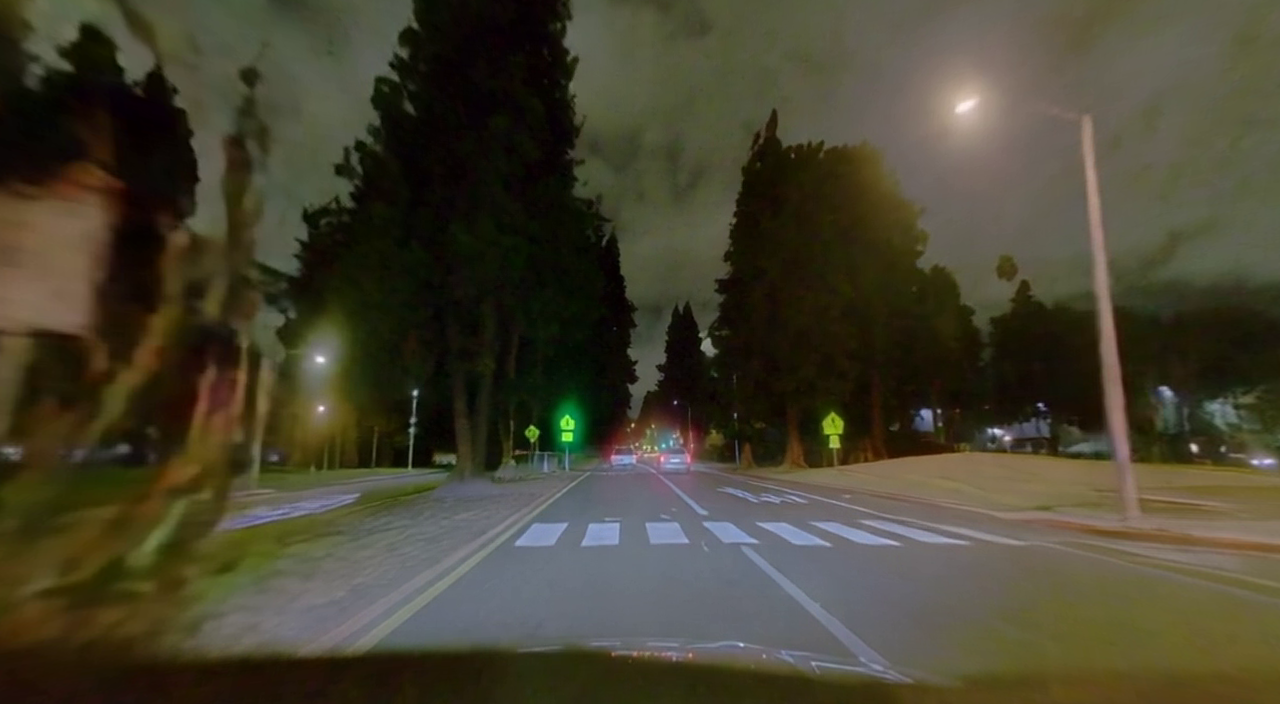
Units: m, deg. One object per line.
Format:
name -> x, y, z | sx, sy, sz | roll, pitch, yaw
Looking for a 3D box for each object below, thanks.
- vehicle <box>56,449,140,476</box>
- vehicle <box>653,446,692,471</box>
vehicle -> -38.714, 7.862, 45.204 | 4.112, 1.776, 1.968 | -1, -8, 0
vehicle -> 2.027, 6.790, 40.565 | 2.142, 1.501, 4.273 | 0, -9, -2
